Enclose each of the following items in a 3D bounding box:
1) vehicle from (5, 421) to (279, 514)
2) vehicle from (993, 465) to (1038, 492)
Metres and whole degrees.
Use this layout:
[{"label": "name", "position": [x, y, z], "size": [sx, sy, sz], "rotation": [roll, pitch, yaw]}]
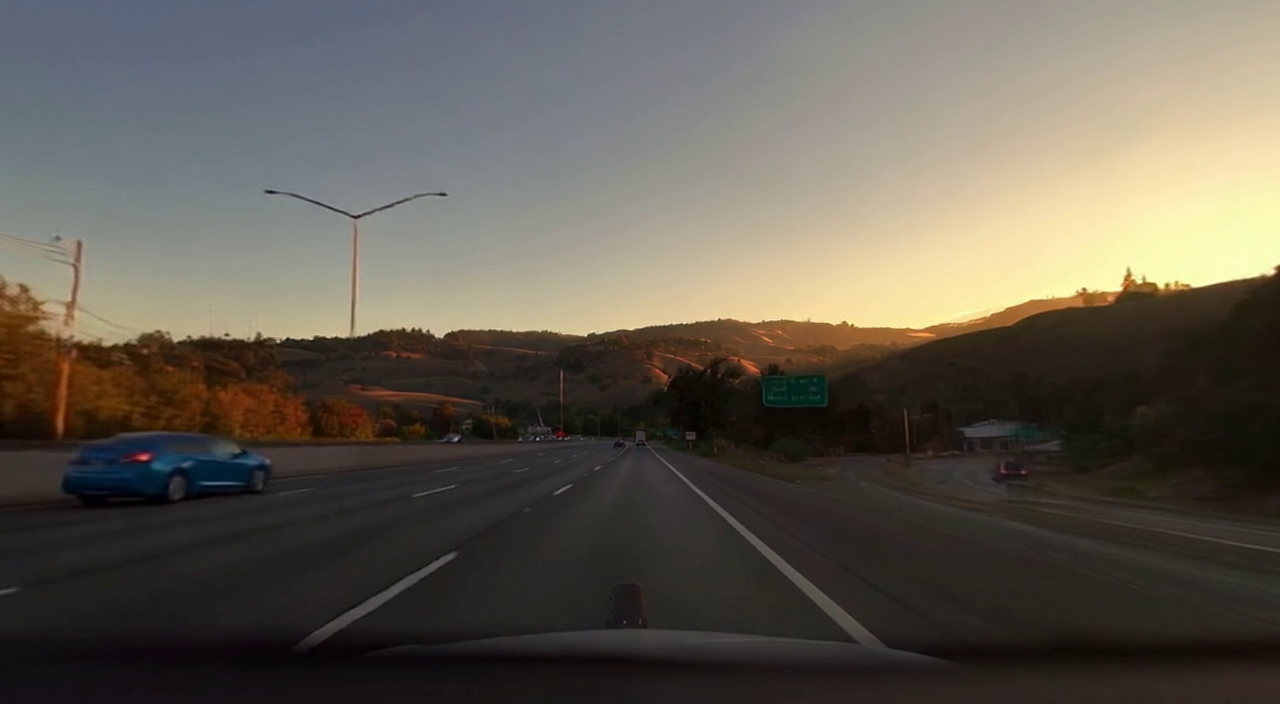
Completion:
[{"label": "vehicle", "position": [-10.881, 2.548, 14.479], "size": [2.152, 1.753, 4.972], "rotation": [0, -8, 1]}, {"label": "vehicle", "position": [29.043, 9.748, 48.908], "size": [2.108, 1.763, 4.817], "rotation": [-3, -9, 21]}]
